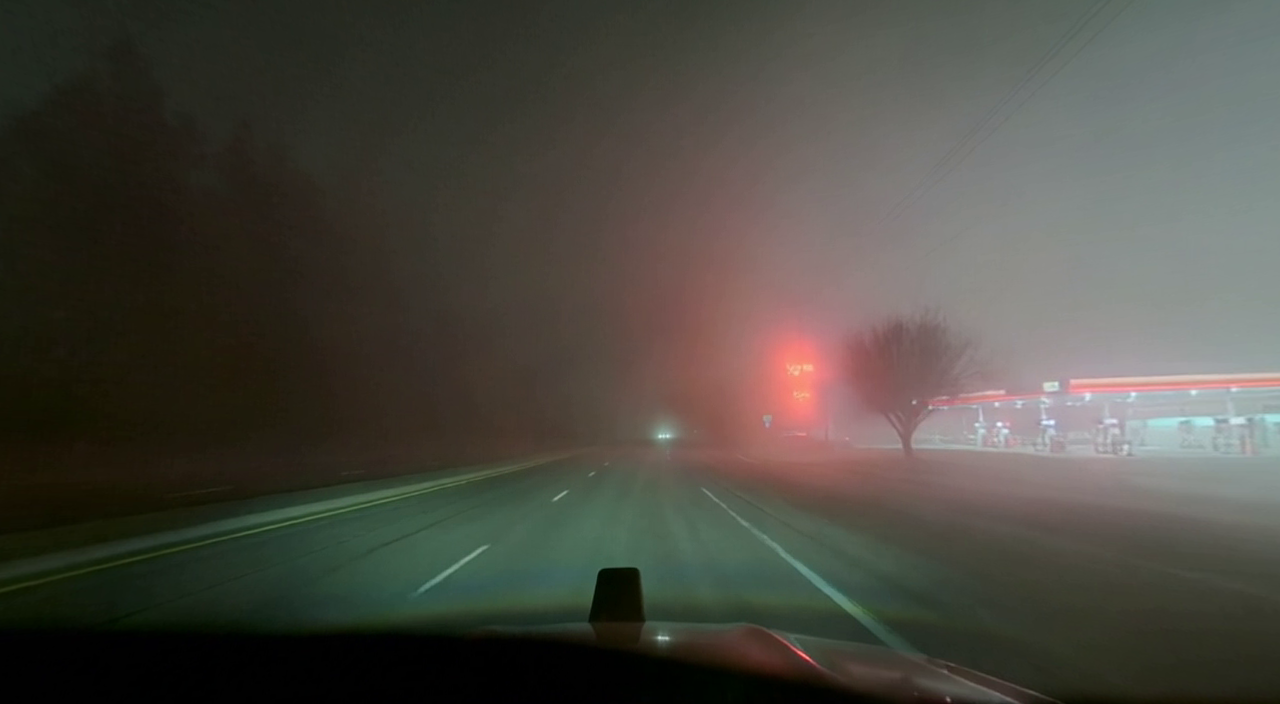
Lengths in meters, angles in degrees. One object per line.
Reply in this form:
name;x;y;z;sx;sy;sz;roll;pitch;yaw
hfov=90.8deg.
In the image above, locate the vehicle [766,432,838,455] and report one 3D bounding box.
vehicle;11.376;6.457;44.556;4.476;1.629;1.953;0;-8;-2
